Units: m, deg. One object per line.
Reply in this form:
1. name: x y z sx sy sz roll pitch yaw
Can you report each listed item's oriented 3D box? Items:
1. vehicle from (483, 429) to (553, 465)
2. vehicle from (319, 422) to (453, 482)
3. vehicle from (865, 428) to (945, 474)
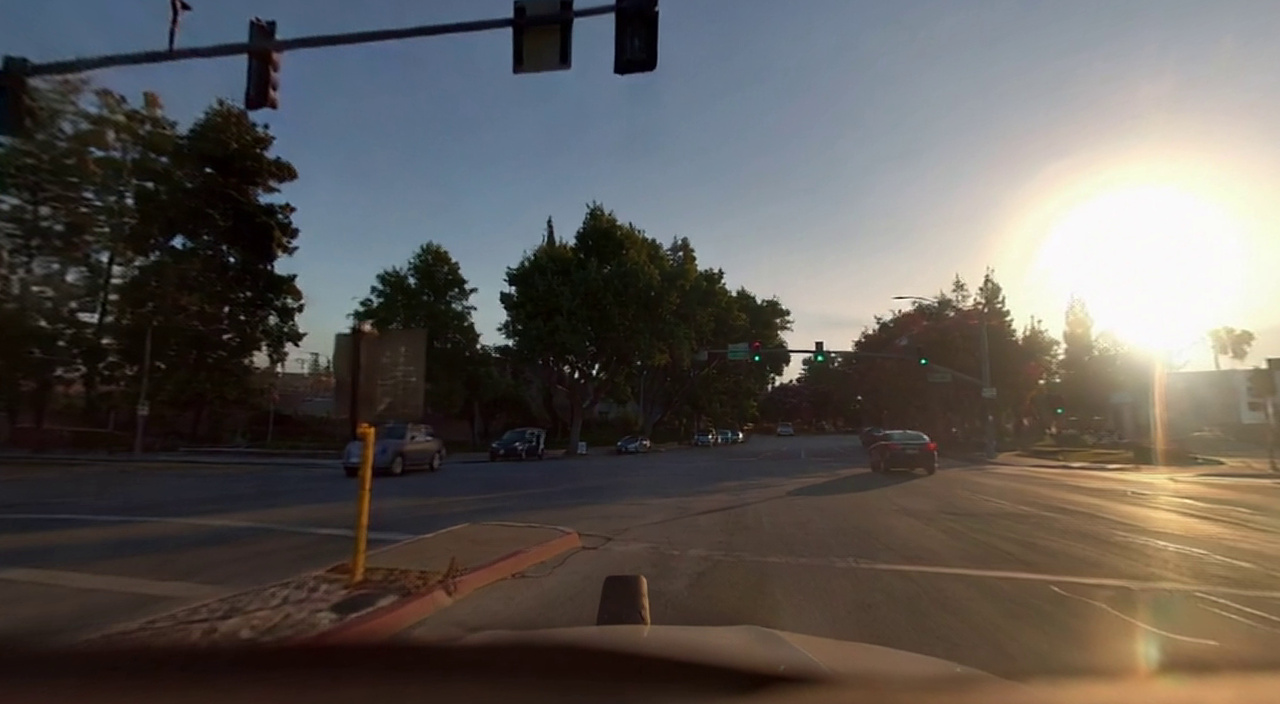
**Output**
1. vehicle: -6.522 5.155 34.160 2.090 1.779 4.697 -1 -9 11
2. vehicle: -8.612 3.436 21.829 2.112 1.853 4.516 -1 -9 10
3. vehicle: 10.808 4.053 25.929 2.090 1.717 4.063 -1 -8 9
